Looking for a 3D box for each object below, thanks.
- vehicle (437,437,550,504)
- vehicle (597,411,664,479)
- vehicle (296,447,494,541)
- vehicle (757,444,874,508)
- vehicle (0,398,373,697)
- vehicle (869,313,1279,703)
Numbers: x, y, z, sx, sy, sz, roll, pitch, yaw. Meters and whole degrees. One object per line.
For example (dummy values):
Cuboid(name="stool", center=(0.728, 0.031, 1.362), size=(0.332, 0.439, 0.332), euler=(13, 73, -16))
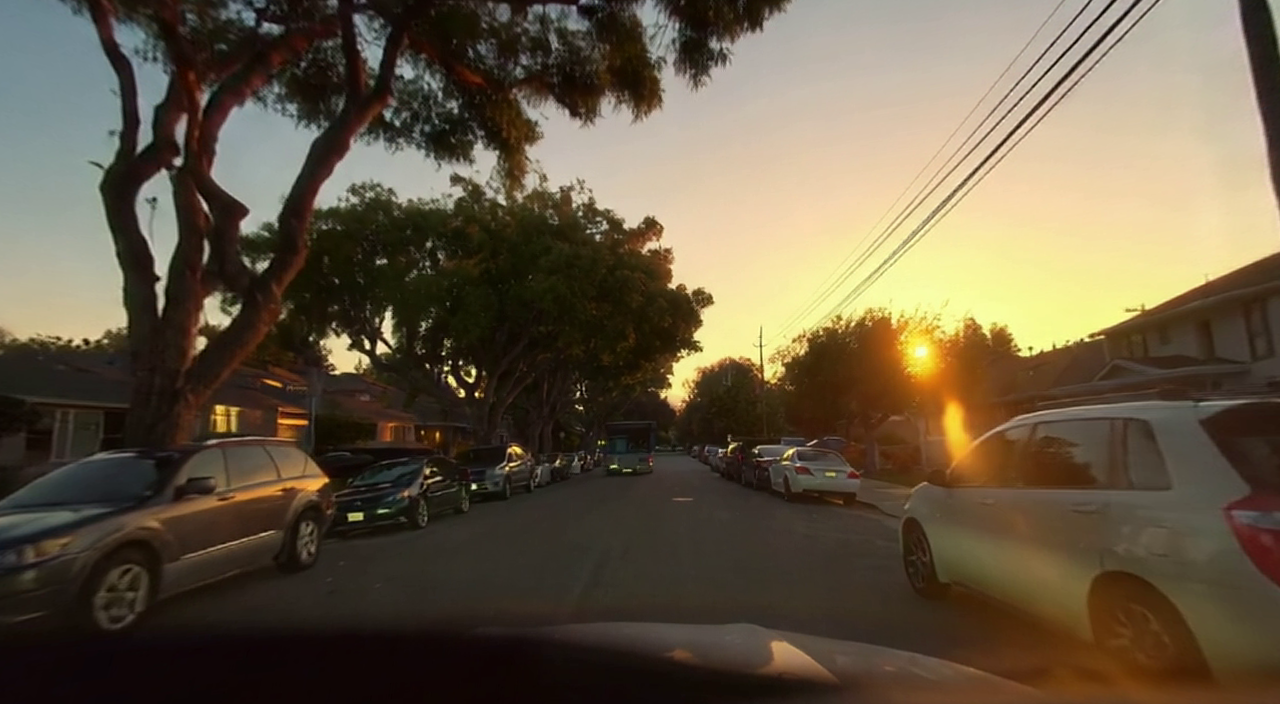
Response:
Cuboid(name="vehicle", center=(-4.343, 3.576, 19.748), size=(2.002, 1.781, 5.380), euler=(0, -8, 3))
Cuboid(name="vehicle", center=(-0.282, 4.495, 30.482), size=(2.716, 2.887, 6.781), euler=(-1, -8, 4))
Cuboid(name="vehicle", center=(-4.540, 2.659, 12.670), size=(1.861, 1.474, 4.749), euler=(0, -8, 3))
Cuboid(name="vehicle", center=(4.515, 3.230, 17.002), size=(1.813, 1.468, 4.267), euler=(0, -8, -2))
Cuboid(name="vehicle", center=(-4.925, 1.560, 6.431), size=(2.203, 1.815, 4.972), euler=(0, -8, 0))
Cuboid(name="vehicle", center=(3.590, 1.119, 4.513), size=(2.182, 1.900, 4.779), euler=(0, -8, 1))
